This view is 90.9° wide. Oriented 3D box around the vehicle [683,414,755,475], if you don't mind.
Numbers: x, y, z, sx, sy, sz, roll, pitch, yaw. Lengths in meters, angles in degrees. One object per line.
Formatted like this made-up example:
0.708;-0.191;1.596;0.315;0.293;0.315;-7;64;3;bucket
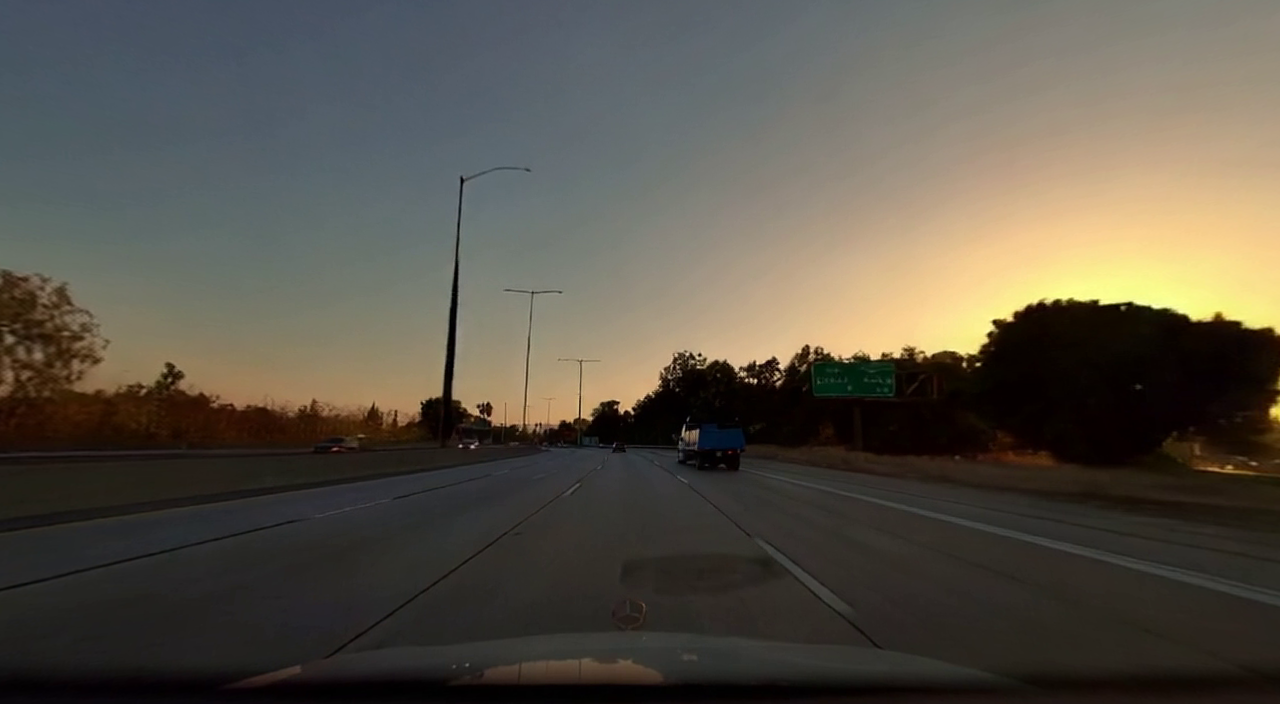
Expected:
3.462;4.267;29.025;2.430;2.495;6.062;0;-8;-1;vehicle

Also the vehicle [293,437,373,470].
-17.573;5.825;36.456;2.038;1.756;5.218;0;-8;0;vehicle
